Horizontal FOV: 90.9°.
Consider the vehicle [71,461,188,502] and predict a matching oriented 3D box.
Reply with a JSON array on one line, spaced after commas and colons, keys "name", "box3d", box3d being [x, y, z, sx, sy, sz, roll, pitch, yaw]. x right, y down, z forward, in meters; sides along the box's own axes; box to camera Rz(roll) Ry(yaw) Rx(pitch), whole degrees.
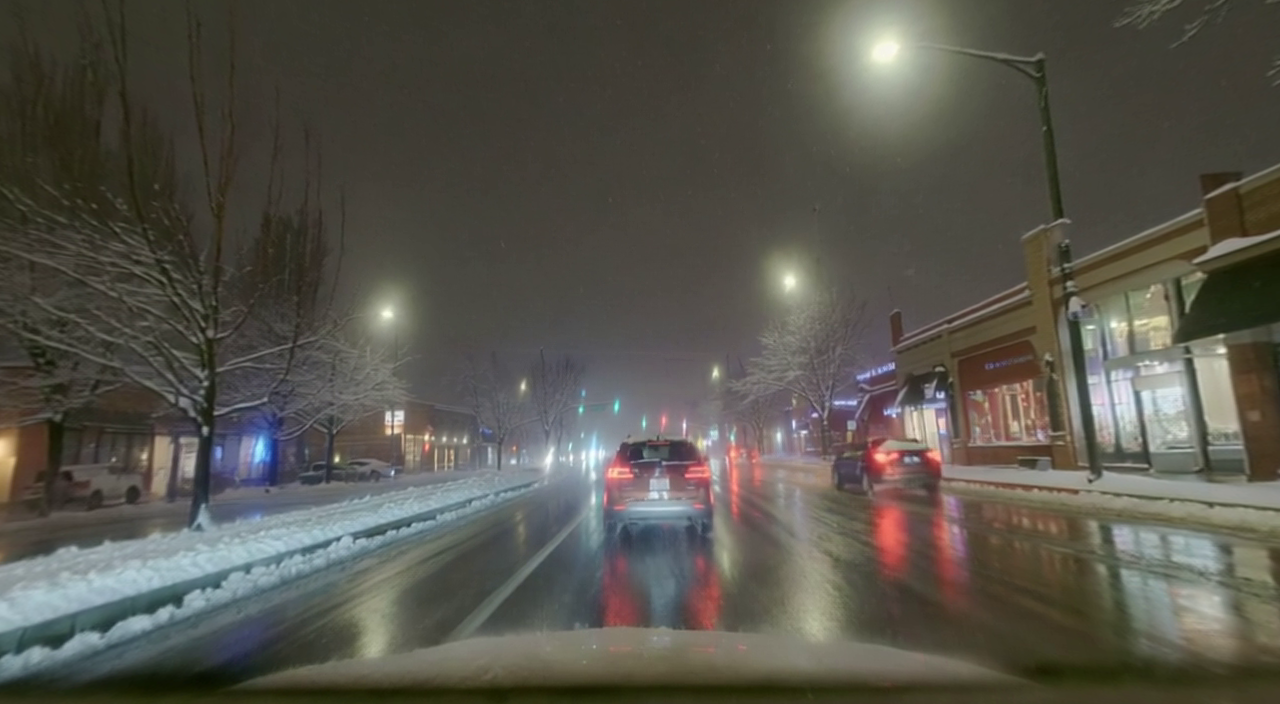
[{"name": "vehicle", "box3d": [-25.874, 6.524, 32.213, 2.026, 1.808, 4.835, 0, -9, -2]}]

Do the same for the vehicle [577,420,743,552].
[{"name": "vehicle", "box3d": [0.235, 2.010, 10.104, 2.125, 1.669, 3.880, 0, -8, -1]}]

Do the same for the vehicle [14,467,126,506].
[{"name": "vehicle", "box3d": [-28.685, 6.757, 31.910, 2.018, 1.716, 4.042, -1, -10, -5]}]

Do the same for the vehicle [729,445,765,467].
[{"name": "vehicle", "box3d": [7.630, 7.438, 45.323, 1.900, 1.507, 4.151, 0, -8, 0]}]

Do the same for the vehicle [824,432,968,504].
[{"name": "vehicle", "box3d": [6.437, 2.951, 16.474, 2.086, 1.627, 4.294, -1, -8, 2]}]

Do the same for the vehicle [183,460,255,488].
[{"name": "vehicle", "box3d": [-27.871, 8.067, 41.848, 1.861, 1.578, 4.152, 0, -8, 1]}]
